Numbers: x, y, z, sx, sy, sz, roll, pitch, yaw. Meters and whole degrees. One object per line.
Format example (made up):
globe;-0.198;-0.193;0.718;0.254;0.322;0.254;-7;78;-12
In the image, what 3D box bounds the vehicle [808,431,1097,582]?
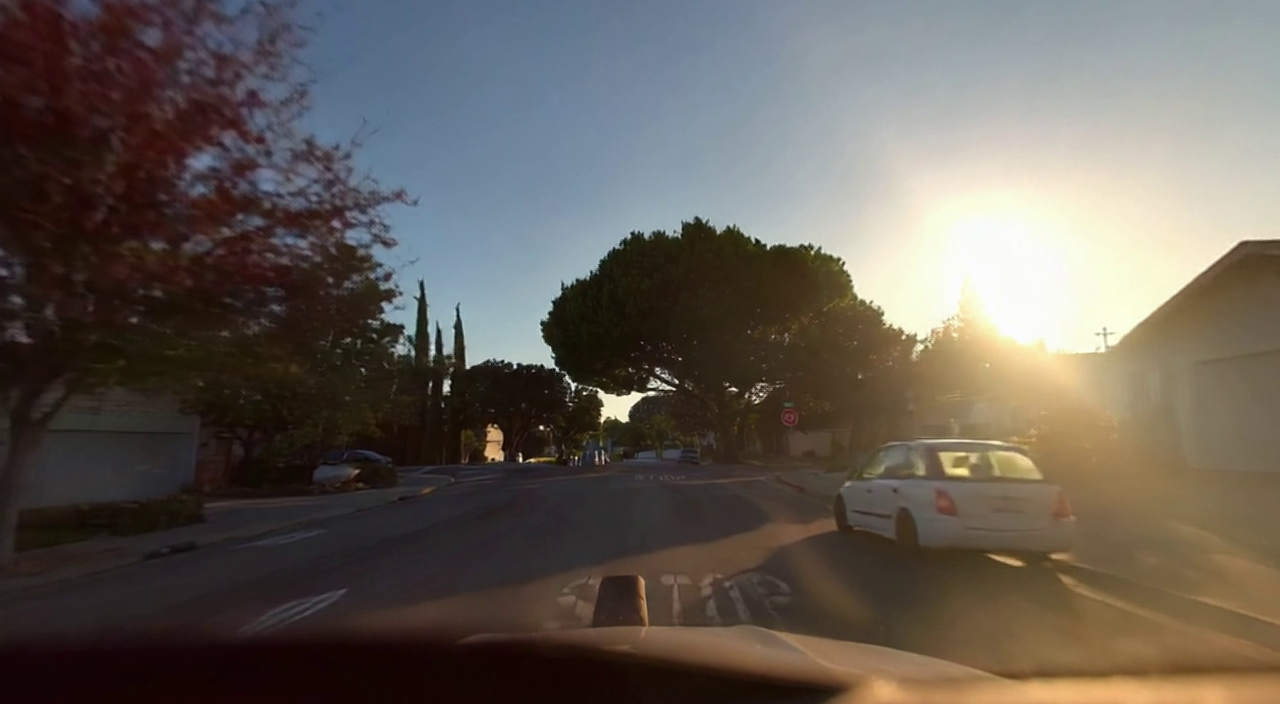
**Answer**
vehicle;3.771;1.906;8.602;1.975;1.528;4.000;0;-9;2
